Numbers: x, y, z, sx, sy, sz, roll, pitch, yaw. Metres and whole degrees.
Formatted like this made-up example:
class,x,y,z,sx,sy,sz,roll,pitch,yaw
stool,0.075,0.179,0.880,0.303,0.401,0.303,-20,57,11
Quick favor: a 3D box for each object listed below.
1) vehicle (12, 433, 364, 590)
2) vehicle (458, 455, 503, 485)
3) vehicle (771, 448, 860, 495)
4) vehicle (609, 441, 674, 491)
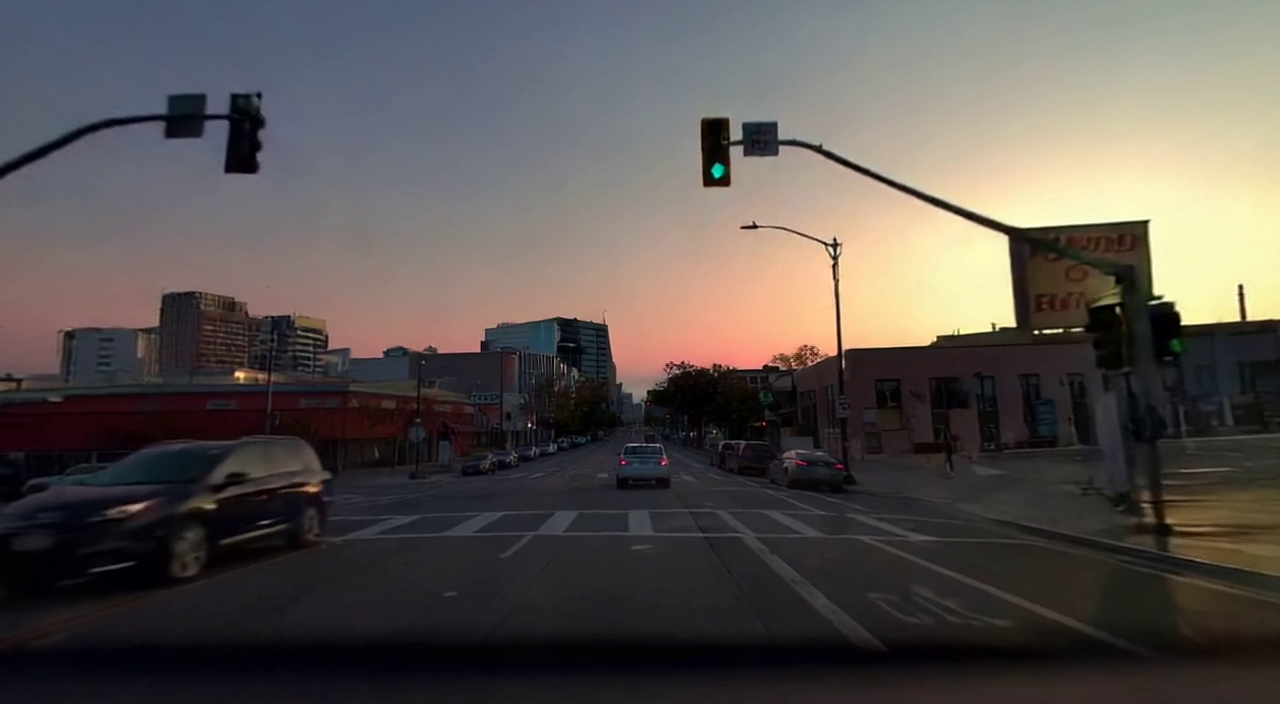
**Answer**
class,x,y,z,sx,sy,sz,roll,pitch,yaw
vehicle,-5.872,2.054,9.061,1.918,1.679,4.209,0,-8,0
vehicle,-10.776,7.958,42.920,1.887,1.576,4.530,-4,-6,-1
vehicle,6.046,4.146,22.340,1.859,1.470,4.476,0,-8,0
vehicle,0.047,3.982,22.404,2.086,1.575,4.205,0,-8,0
